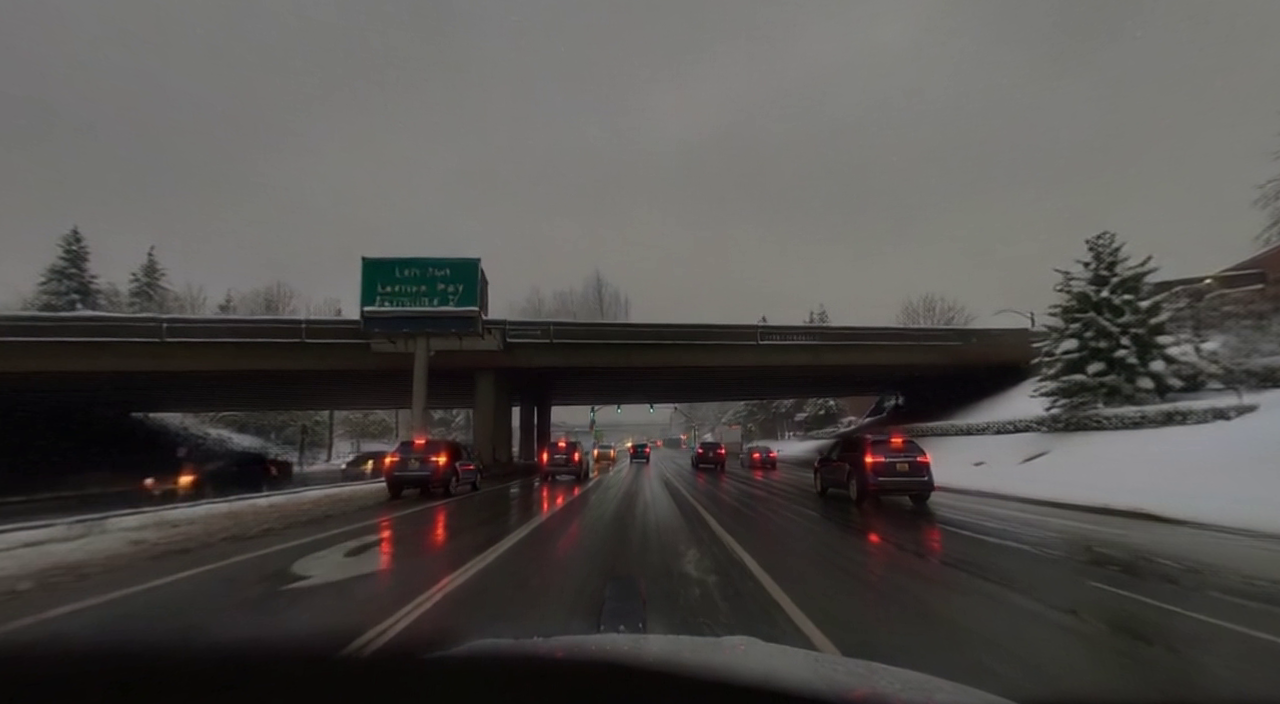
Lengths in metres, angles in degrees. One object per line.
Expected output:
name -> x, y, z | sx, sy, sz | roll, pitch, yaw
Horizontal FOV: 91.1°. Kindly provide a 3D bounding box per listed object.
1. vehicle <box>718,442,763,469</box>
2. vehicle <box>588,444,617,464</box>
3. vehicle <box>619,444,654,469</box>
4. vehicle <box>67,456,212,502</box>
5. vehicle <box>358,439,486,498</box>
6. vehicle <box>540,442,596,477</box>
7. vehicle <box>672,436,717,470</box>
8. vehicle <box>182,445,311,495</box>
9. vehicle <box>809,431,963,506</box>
vehicle -> 6.079, 6.300, 38.413 | 1.924, 1.527, 4.268 | 0, -8, -2
vehicle -> -2.841, 7.886, 48.830 | 1.980, 1.491, 4.351 | 0, -8, 0
vehicle -> -0.216, 6.390, 38.748 | 2.026, 1.453, 3.780 | 0, -8, 0
vehicle -> -18.764, 4.739, 23.833 | 1.906, 1.468, 4.331 | 0, -8, 0
vehicle -> -6.071, 3.280, 18.142 | 2.070, 1.488, 4.376 | 0, -8, 1
vehicle -> -3.208, 4.907, 28.881 | 2.041, 1.466, 4.212 | 0, -8, 1
vehicle -> 3.021, 5.737, 35.822 | 2.034, 1.762, 4.420 | 0, -8, -1
vehicle -> -15.181, 4.544, 24.621 | 2.015, 1.722, 4.640 | 0, -8, 0
vehicle -> 6.014, 2.878, 16.055 | 2.056, 1.624, 4.498 | 0, -8, -1
